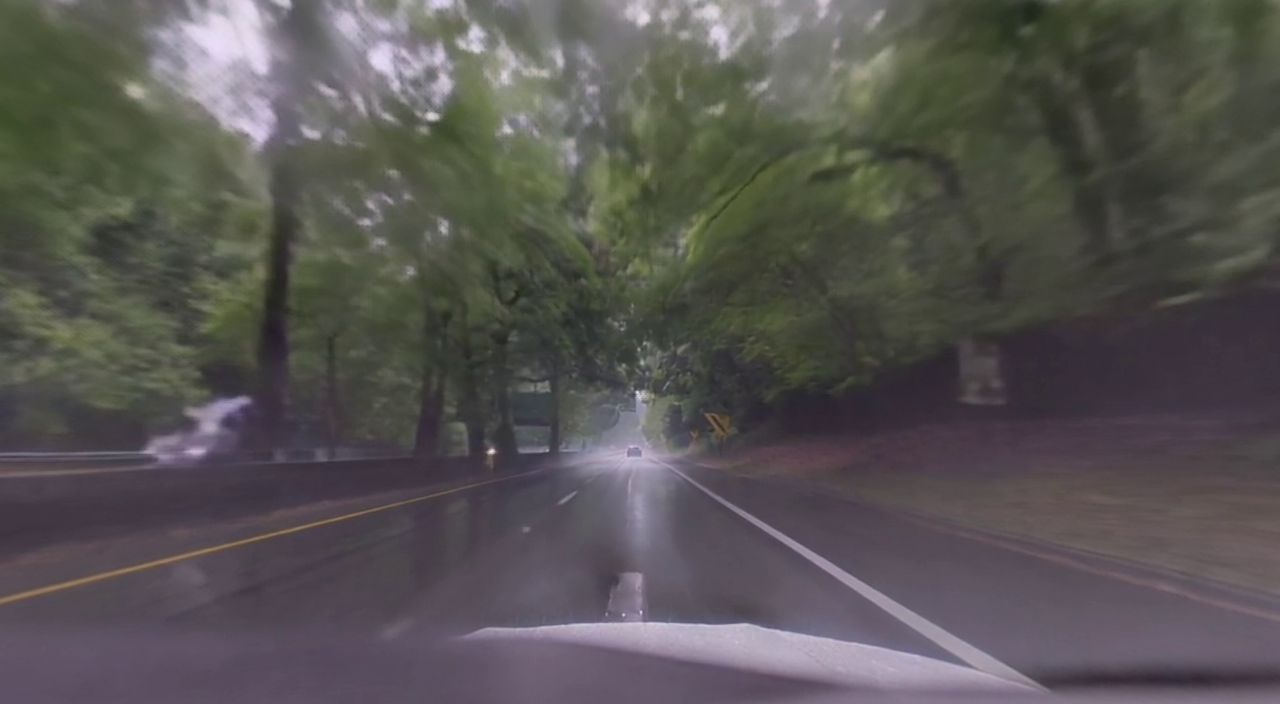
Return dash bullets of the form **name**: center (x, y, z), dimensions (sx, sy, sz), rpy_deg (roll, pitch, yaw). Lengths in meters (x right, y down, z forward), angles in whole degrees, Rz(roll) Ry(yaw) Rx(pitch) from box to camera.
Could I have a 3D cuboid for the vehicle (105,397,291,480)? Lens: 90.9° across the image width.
- **vehicle**: center (-16.269, 3.320, 23.861), dimensions (2.441, 2.701, 6.215), rpy_deg (0, -9, 0)
